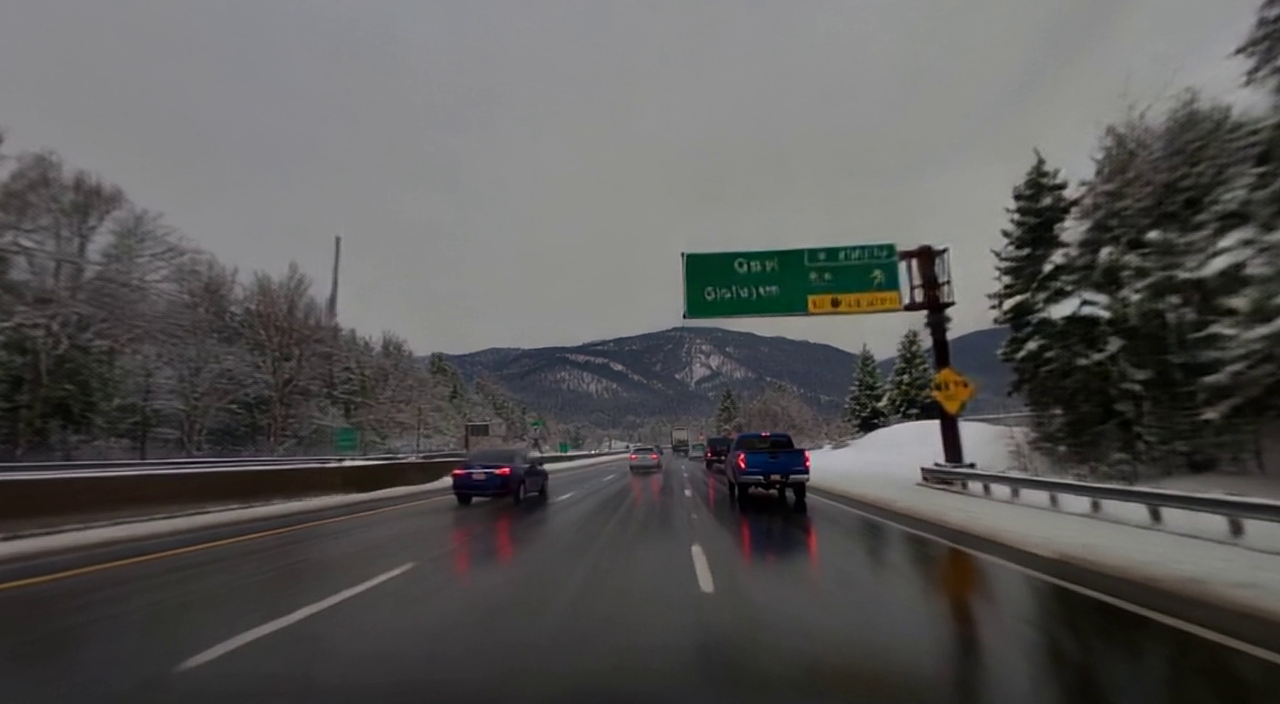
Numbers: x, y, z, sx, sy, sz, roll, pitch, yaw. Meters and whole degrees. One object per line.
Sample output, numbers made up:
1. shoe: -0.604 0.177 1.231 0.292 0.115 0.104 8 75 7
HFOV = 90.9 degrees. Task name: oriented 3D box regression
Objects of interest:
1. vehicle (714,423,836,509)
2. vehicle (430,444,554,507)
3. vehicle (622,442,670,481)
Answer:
1. vehicle: 3.255 2.891 16.502 2.229 1.837 5.387 -1 -8 3
2. vehicle: -4.018 3.423 18.031 2.109 1.530 4.646 -1 -9 4
3. vehicle: 0.337 4.894 28.533 1.959 1.604 4.065 -1 -8 3
